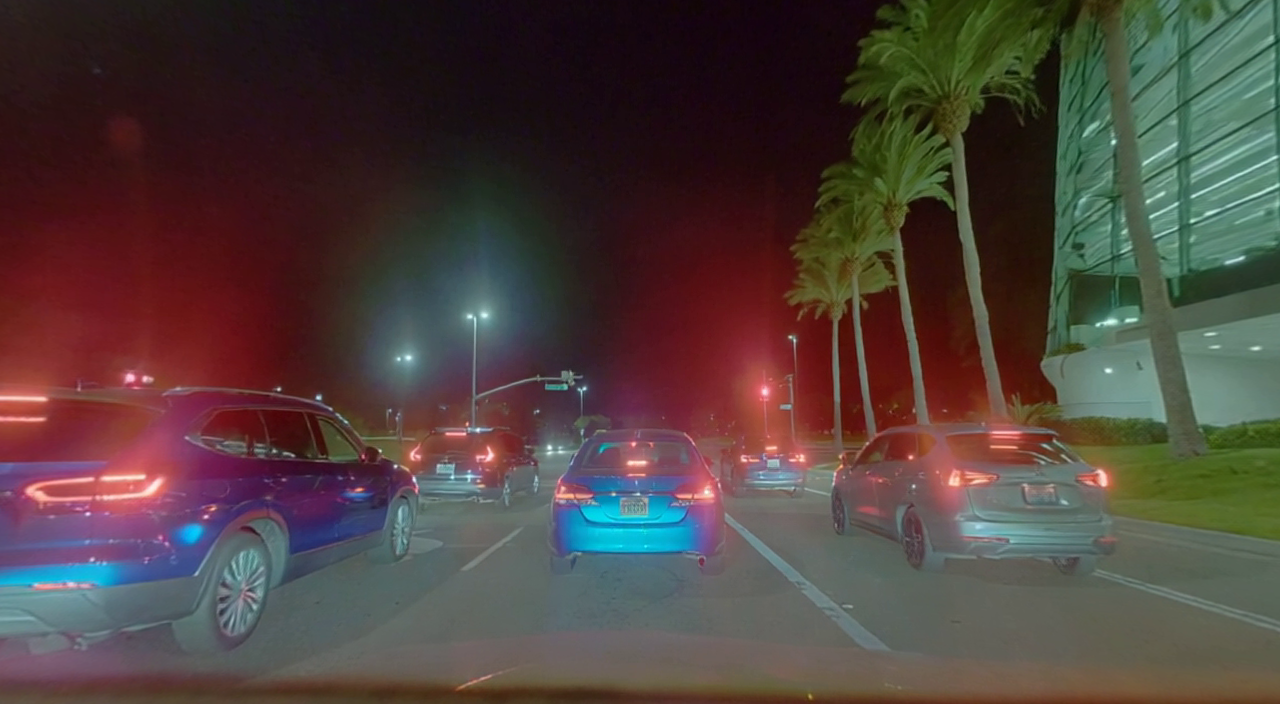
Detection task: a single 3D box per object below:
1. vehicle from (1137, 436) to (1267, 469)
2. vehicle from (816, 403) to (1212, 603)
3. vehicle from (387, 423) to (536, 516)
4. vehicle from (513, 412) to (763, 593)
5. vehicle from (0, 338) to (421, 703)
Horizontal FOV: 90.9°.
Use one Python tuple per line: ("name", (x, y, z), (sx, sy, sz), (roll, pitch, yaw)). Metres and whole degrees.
("vehicle", (25.446, 4.545, 28.653), (4.014, 1.417, 1.777), (-1, -8, 5))
("vehicle", (3.835, 1.623, 7.685), (2.064, 1.696, 4.431), (0, -8, 0))
("vehicle", (-3.474, 2.354, 13.074), (1.917, 1.631, 3.768), (0, -8, 1))
("vehicle", (-0.057, 1.658, 7.824), (2.219, 1.586, 4.321), (0, -8, -1))
("vehicle", (-3.542, 1.135, 5.075), (2.014, 1.775, 4.404), (0, -8, -1))
